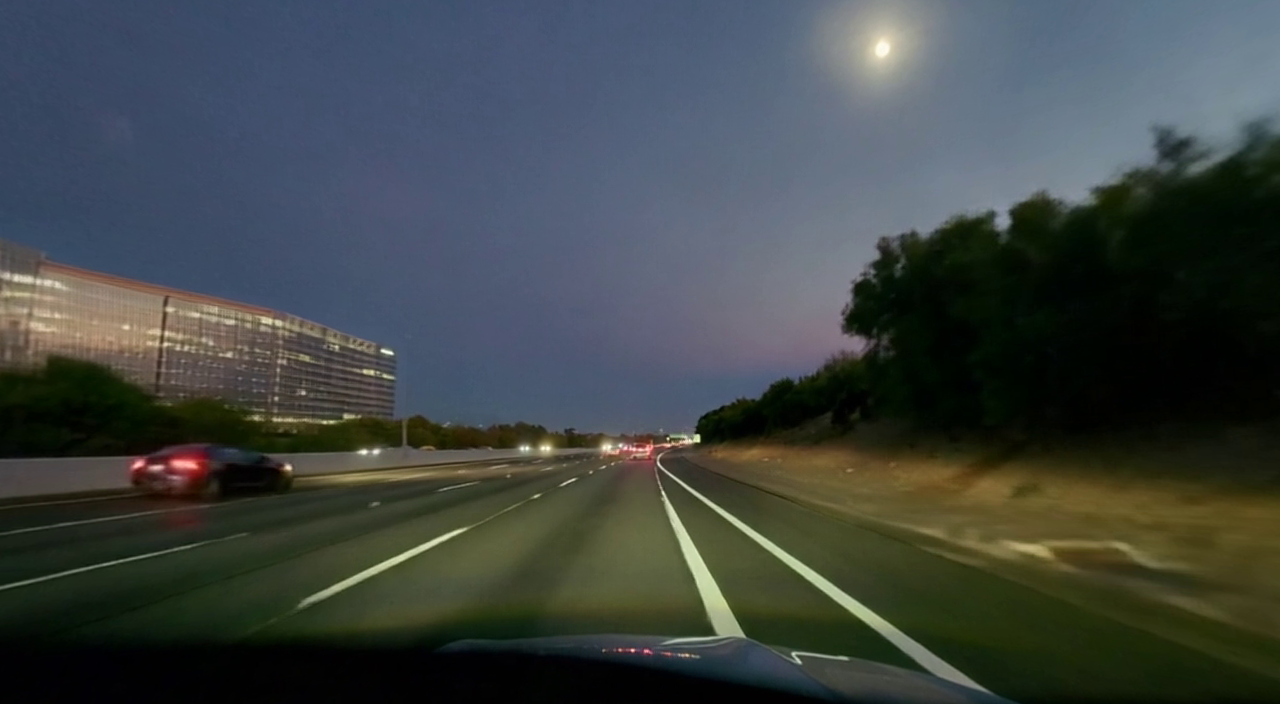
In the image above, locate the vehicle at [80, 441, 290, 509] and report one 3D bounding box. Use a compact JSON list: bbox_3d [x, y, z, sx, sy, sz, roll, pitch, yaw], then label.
[{"bbox_3d":[-11.115,2.997,15.948,1.914,1.440,4.467,0,-8,1],"label":"vehicle"}]
